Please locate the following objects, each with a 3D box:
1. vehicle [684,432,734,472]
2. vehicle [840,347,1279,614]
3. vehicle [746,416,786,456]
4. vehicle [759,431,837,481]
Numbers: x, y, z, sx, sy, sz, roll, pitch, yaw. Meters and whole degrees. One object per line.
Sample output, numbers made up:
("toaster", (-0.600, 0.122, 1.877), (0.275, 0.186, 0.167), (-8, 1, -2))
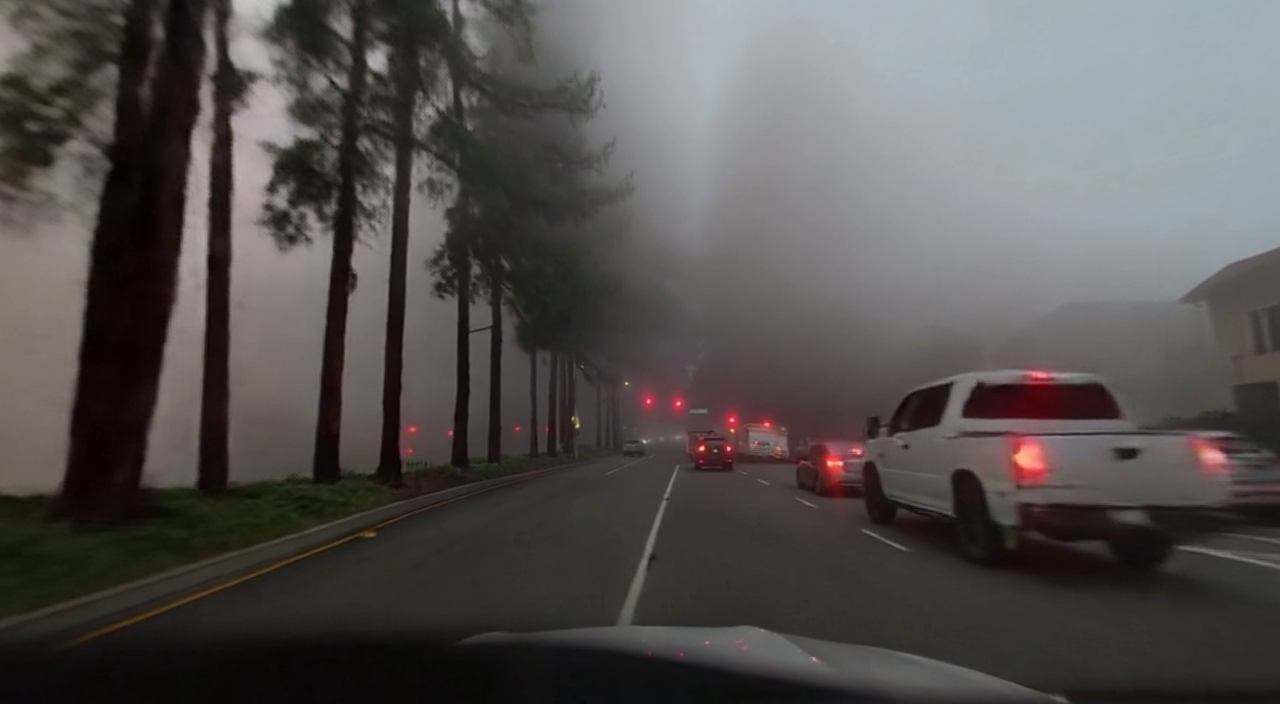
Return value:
("vehicle", (3.121, 4.595, 29.310), (2.052, 1.693, 4.554), (0, -8, 3))
("vehicle", (4.560, 1.438, 8.084), (2.268, 2.090, 6.113), (0, -8, 3))
("vehicle", (7.841, 5.297, 39.646), (1.933, 2.309, 3.468), (-2, -8, 3))
("vehicle", (6.103, 4.028, 25.017), (1.803, 1.754, 4.480), (0, -7, -2))
